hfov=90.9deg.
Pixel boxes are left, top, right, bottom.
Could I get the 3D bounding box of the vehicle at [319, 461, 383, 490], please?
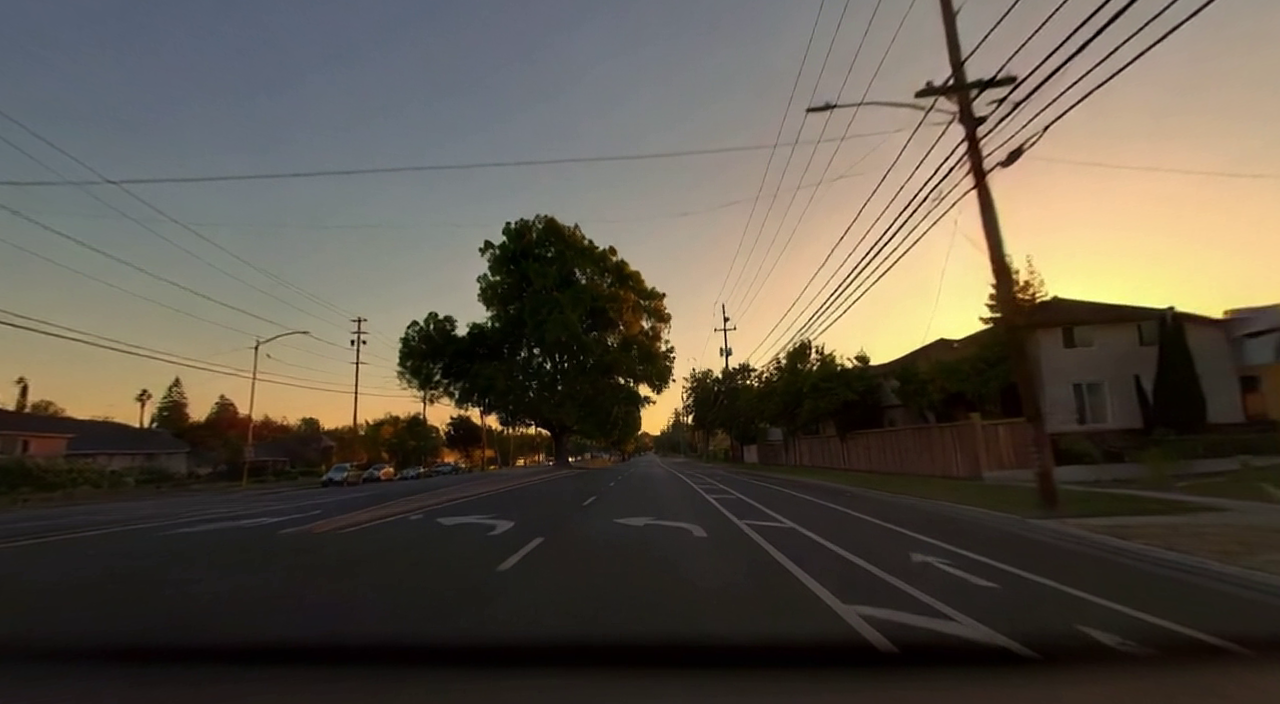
[{"bbox_3d":[-21.399,9.145,46.936,2.052,1.915,5.101,-1,-8,4],"label":"vehicle"}]
